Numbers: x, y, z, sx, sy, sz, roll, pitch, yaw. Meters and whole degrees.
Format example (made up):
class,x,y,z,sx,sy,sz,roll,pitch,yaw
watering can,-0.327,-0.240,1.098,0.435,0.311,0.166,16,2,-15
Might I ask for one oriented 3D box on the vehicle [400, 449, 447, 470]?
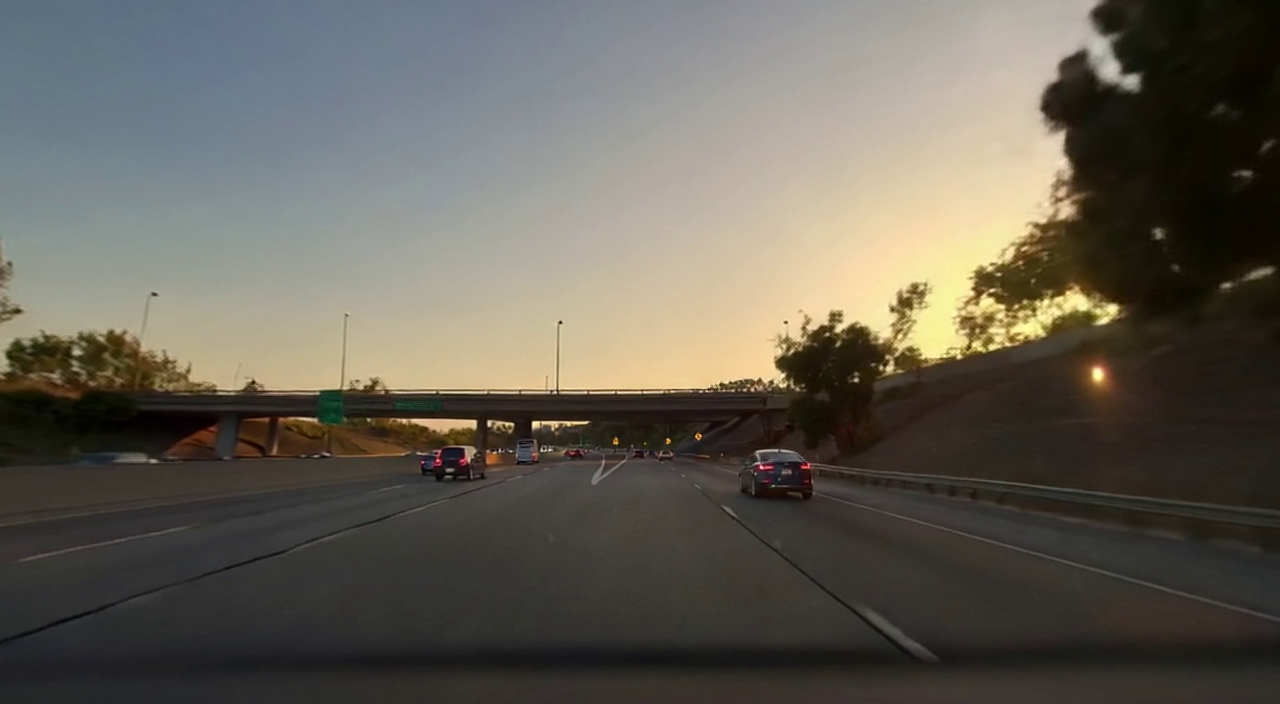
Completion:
class,x,y,z,sx,sy,sz,roll,pitch,yaw
vehicle,-15.963,7.934,46.657,1.919,1.497,4.765,0,-9,-2

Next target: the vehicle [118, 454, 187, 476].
class,x,y,z,sx,sy,sz,roll,pitch,yaw
vehicle,-36.373,8.443,47.141,1.770,1.500,4.347,0,-9,-2

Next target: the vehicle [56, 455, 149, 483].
class,x,y,z,sx,sy,sz,roll,pitch,yaw
vehicle,-31.523,6.845,37.128,1.796,1.492,4.319,1,-9,-3

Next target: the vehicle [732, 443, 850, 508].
class,x,y,z,sx,sy,sz,roll,pitch,yaw
vehicle,3.905,3.272,17.183,2.079,1.535,4.316,0,-9,-1

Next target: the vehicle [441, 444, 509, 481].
class,x,y,z,sx,sy,sz,roll,pitch,yaw
vehicle,-7.619,5.144,29.582,2.072,1.545,4.687,0,-9,-2
